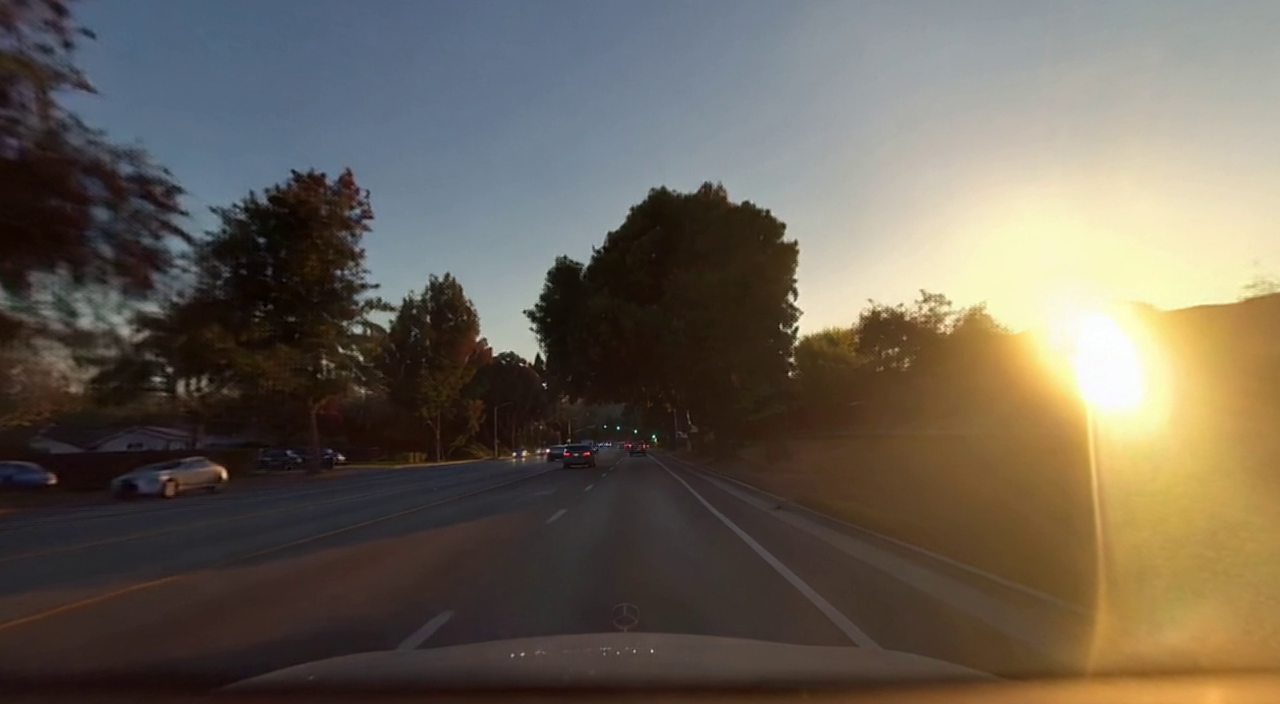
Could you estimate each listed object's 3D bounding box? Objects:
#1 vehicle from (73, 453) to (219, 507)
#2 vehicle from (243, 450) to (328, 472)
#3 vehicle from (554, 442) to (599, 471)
[{"bbox_3d":[-17.623,4.534,22.878,1.900,1.474,4.431,-4,-7,-2],"label":"vehicle"},{"bbox_3d":[-24.991,7.718,44.672,4.743,1.482,2.164,-1,-8,4],"label":"vehicle"},{"bbox_3d":[-3.364,5.638,34.192,1.992,1.447,4.044,0,-8,0],"label":"vehicle"}]
